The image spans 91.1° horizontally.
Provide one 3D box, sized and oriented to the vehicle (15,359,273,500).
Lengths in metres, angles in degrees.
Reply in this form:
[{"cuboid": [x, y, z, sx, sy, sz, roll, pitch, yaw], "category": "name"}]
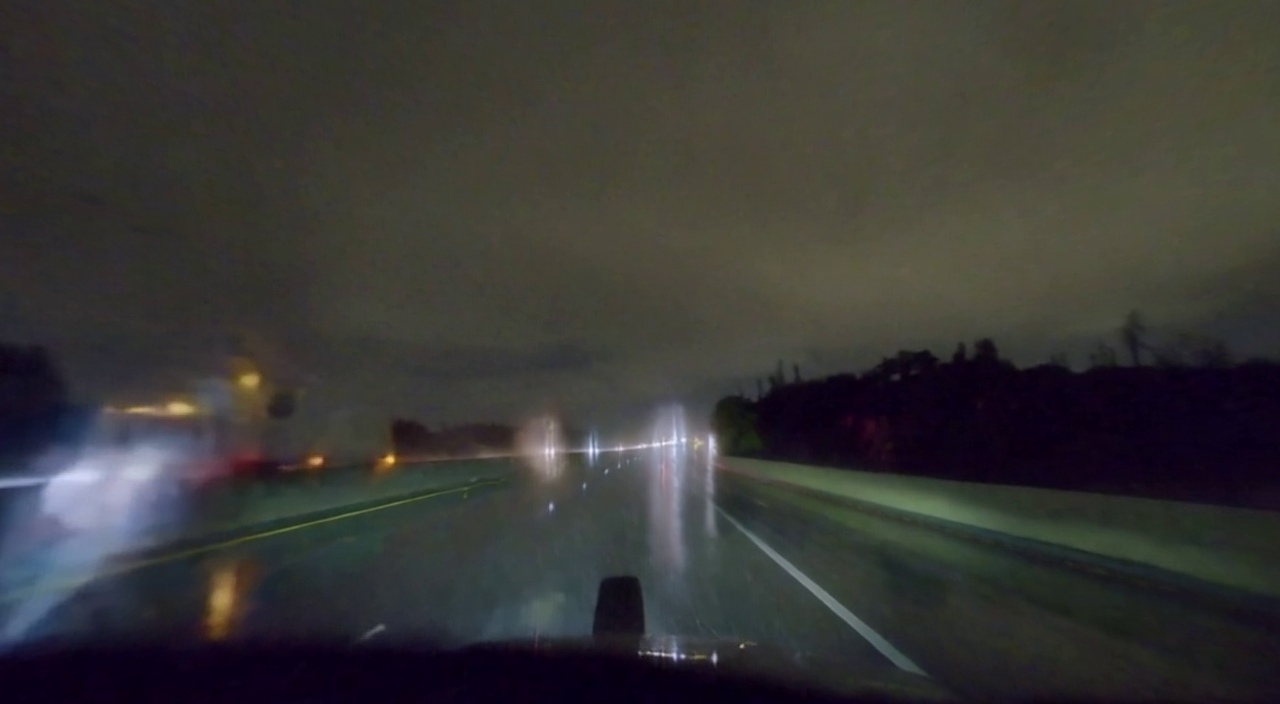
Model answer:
[{"cuboid": [-16.893, 2.826, 22.346, 3.287, 4.193, 6.858, 0, -9, 0], "category": "vehicle"}]
